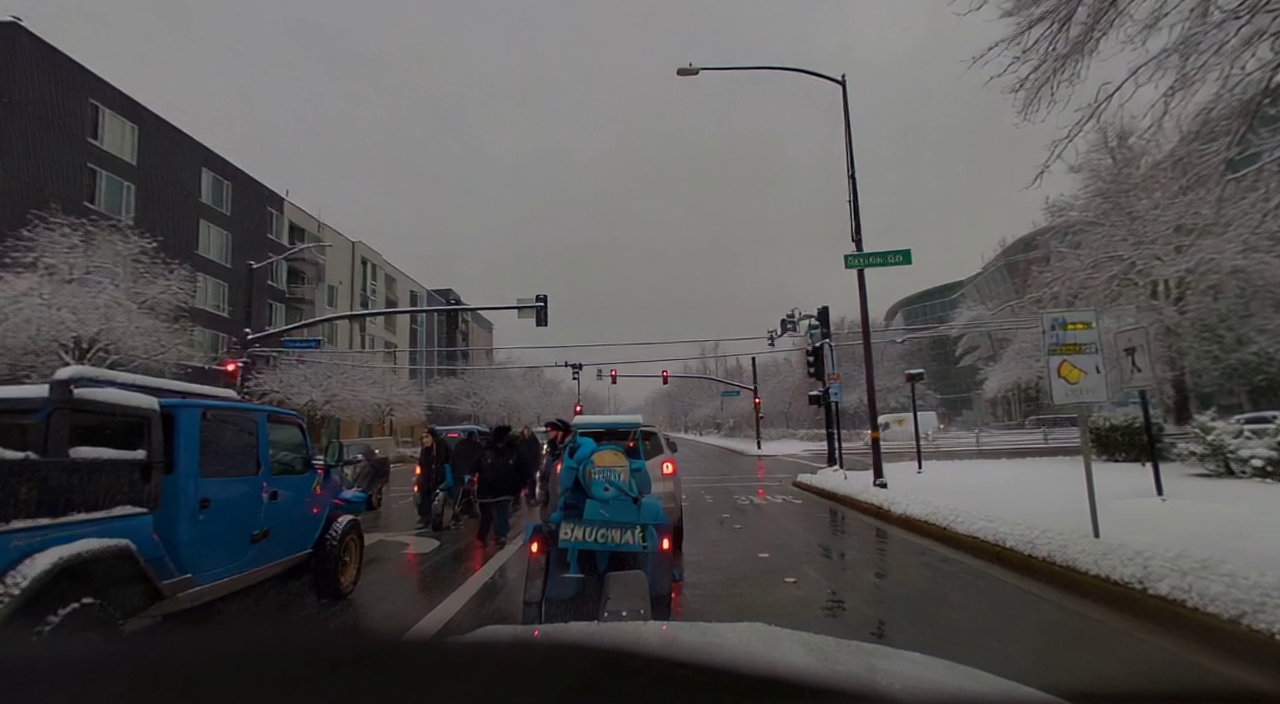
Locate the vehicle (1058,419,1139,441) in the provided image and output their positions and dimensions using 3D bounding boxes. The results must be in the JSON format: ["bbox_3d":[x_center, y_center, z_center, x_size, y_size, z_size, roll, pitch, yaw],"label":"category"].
[{"bbox_3d":[30.717,5.272,42.111,1.751,1.420,4.027,8,-12,-43],"label":"vehicle"}]

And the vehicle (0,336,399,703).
[{"bbox_3d":[-3.615,1.130,4.453,2.000,1.809,4.405,0,-8,0],"label":"vehicle"}]

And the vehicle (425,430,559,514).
[{"bbox_3d":[-3.171,2.658,14.407,1.935,1.615,4.073,-1,-8,2],"label":"vehicle"}]

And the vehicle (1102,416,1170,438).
[{"bbox_3d":[36.780,5.598,46.572,1.625,1.449,3.557,6,-11,-38],"label":"vehicle"}]

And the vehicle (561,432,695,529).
[{"bbox_3d":[-0.147,2.270,11.657,2.025,1.458,4.085,0,-8,1],"label":"vehicle"}]
